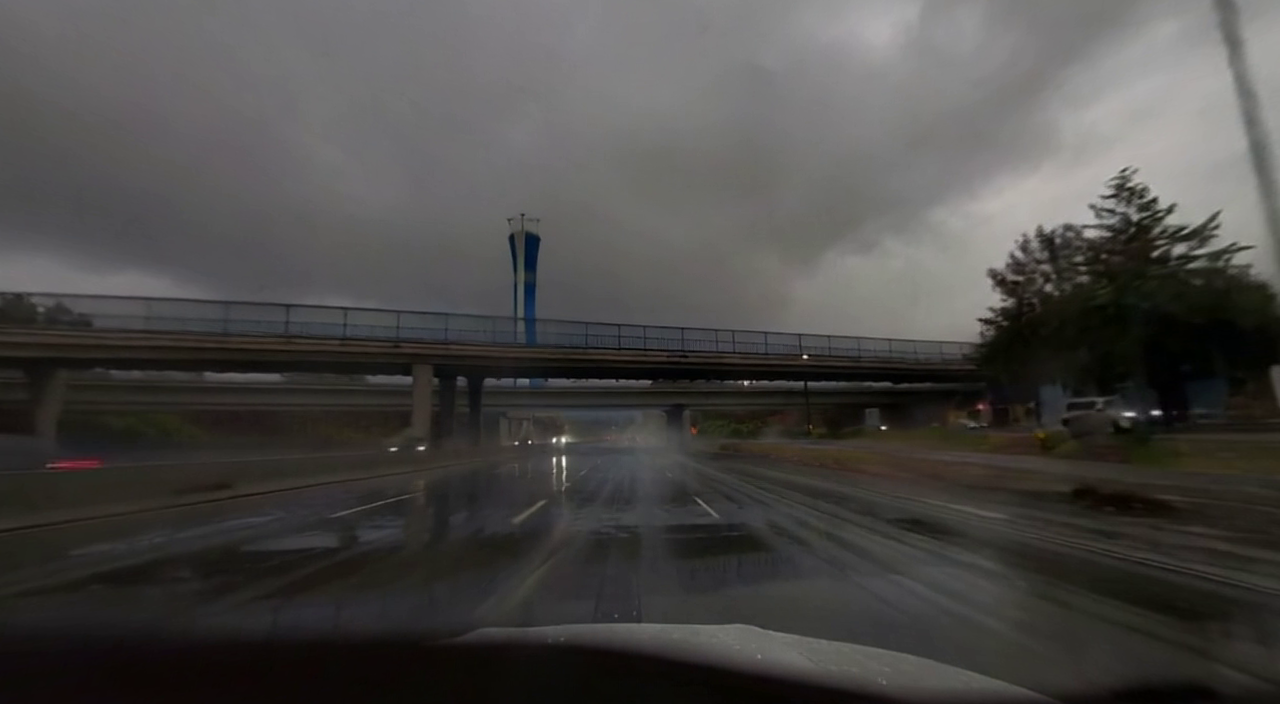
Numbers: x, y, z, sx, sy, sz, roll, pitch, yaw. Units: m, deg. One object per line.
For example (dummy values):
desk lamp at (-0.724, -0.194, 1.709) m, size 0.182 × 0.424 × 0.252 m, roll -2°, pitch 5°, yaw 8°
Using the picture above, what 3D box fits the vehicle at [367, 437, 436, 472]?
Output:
vehicle at (-12.161, 5.230, 32.387) m, size 1.933 × 1.619 × 4.153 m, roll -1°, pitch -8°, yaw 0°

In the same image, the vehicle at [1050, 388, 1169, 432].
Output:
vehicle at (22.719, 2.906, 30.766) m, size 2.046 × 1.878 × 4.733 m, roll 0°, pitch -8°, yaw -1°
